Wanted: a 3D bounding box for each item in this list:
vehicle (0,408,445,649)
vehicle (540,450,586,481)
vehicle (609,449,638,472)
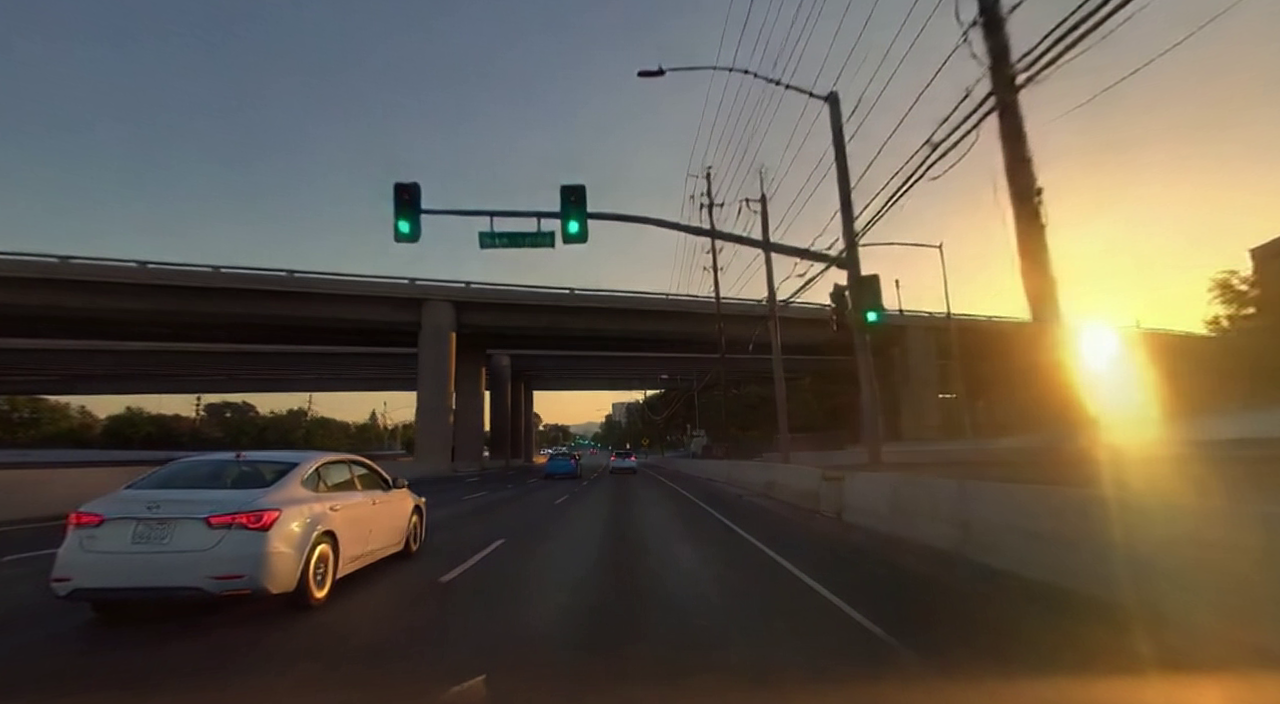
[{"bbox_3d":[-3.679,1.559,6.648,1.925,1.666,4.271,0,-8,-1],"label":"vehicle"},{"bbox_3d":[-3.973,5.924,33.250,1.946,1.437,4.154,0,-9,-1],"label":"vehicle"},{"bbox_3d":[-1.210,7.806,45.613,1.985,1.565,3.968,0,-9,-2],"label":"vehicle"}]
